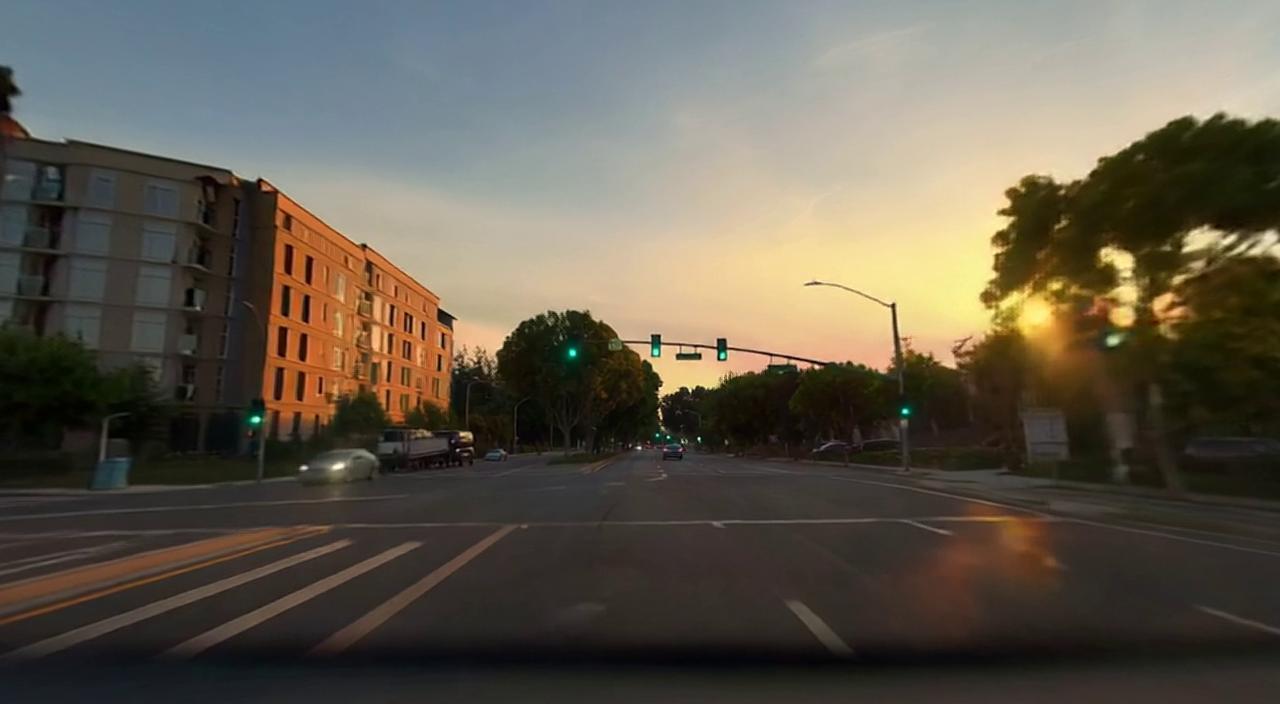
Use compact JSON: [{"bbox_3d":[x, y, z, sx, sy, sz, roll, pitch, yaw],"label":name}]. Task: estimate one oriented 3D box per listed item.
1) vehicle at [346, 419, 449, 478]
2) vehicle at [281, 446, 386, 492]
[{"bbox_3d":[-15.685,6.398,42.007,3.028,3.424,9.908,0,-9,-1],"label":"vehicle"},{"bbox_3d":[-12.365,4.720,25.892,2.030,1.702,4.488,0,-9,0],"label":"vehicle"}]
